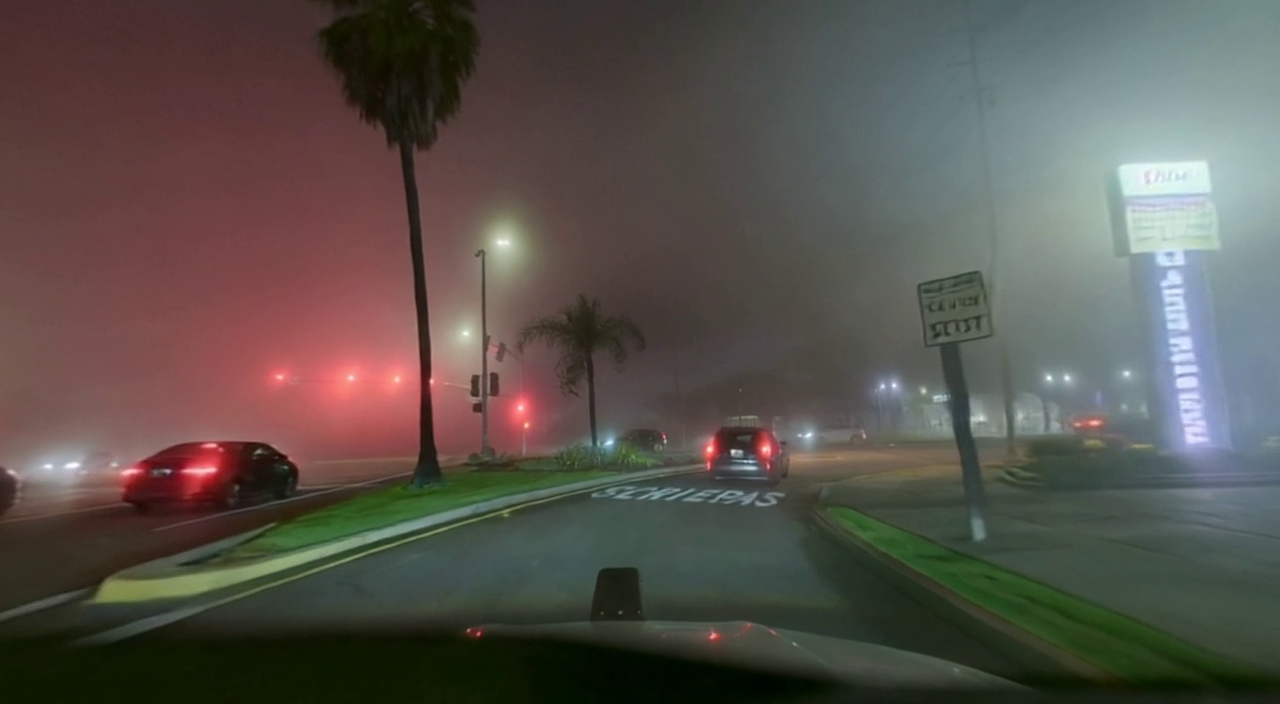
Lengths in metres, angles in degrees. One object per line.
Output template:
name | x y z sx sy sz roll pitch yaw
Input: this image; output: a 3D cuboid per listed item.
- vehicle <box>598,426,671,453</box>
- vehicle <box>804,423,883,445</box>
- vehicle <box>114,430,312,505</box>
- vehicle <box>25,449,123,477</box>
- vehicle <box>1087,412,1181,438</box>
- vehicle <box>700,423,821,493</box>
vehicle | -0.411 5.998 43.409 4.757 1.633 1.932 -1 -8 -10
vehicle | 14.556 5.903 45.396 4.981 1.491 1.922 0 -10 -8
vehicle | -9.692 2.642 14.905 1.912 1.487 4.471 1 -8 -6
vehicle | -34.078 6.671 38.258 2.036 1.526 4.732 1 -9 -8
vehicle | 31.935 4.756 40.899 4.458 1.589 2.044 1 -8 -5
vehicle | 3.221 2.637 16.096 2.070 1.493 4.570 -3 -9 22
